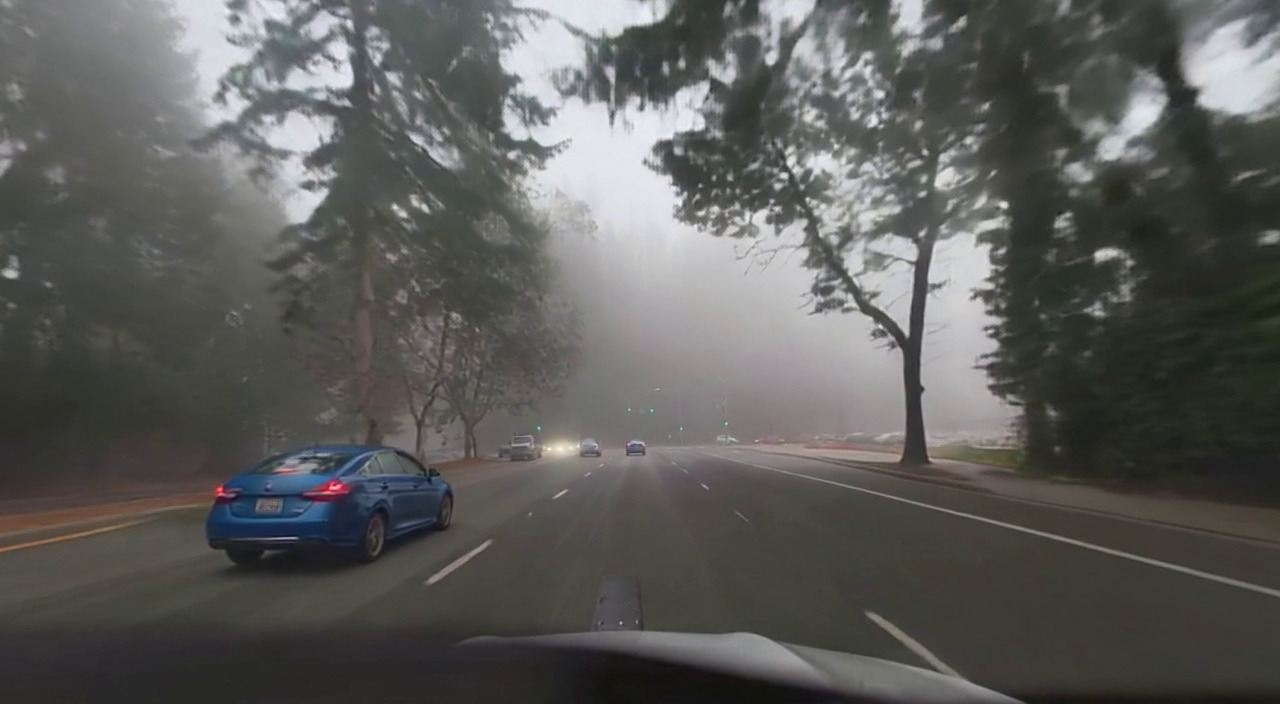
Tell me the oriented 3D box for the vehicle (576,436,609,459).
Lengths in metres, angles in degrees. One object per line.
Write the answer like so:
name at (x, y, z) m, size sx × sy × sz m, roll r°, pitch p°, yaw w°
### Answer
vehicle at (-3.531, 7.186, 47.610) m, size 2.103 × 1.592 × 4.160 m, roll 0°, pitch -8°, yaw 1°

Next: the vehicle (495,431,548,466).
vehicle at (-7.414, 6.121, 40.256) m, size 2.274 × 2.040 × 6.031 m, roll 0°, pitch -8°, yaw 0°

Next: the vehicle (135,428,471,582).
vehicle at (-3.741, 1.757, 8.141) m, size 1.905 × 1.418 × 4.396 m, roll 0°, pitch -8°, yaw 0°
